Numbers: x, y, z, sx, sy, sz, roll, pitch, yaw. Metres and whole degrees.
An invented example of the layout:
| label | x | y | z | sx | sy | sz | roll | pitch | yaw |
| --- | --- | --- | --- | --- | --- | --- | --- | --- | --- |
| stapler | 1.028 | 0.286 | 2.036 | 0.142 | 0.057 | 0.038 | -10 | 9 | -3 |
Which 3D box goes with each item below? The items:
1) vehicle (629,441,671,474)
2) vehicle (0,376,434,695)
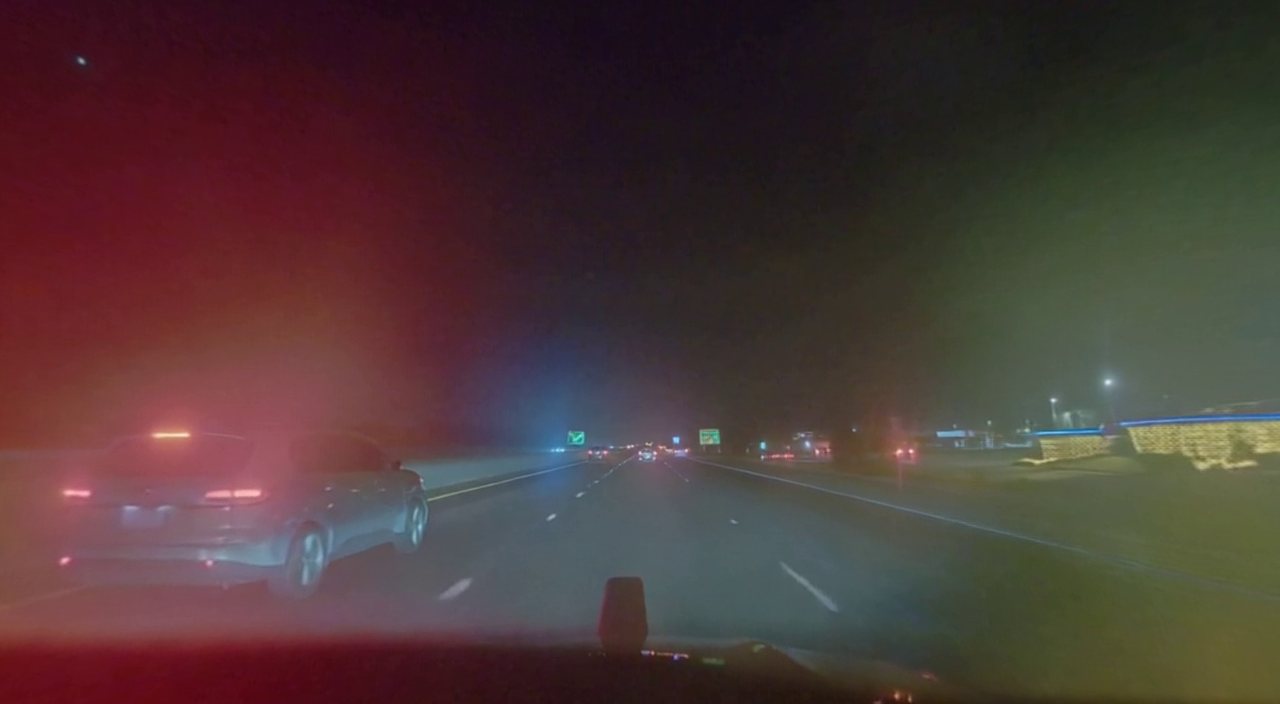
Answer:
| label | x | y | z | sx | sy | sz | roll | pitch | yaw |
| --- | --- | --- | --- | --- | --- | --- | --- | --- | --- |
| vehicle | 0.463 | 5.346 | 32.118 | 2.000 | 1.558 | 3.945 | 0 | -8 | 0 |
| vehicle | -3.872 | 1.354 | 5.890 | 2.239 | 1.761 | 4.620 | 0 | -8 | 1 |
